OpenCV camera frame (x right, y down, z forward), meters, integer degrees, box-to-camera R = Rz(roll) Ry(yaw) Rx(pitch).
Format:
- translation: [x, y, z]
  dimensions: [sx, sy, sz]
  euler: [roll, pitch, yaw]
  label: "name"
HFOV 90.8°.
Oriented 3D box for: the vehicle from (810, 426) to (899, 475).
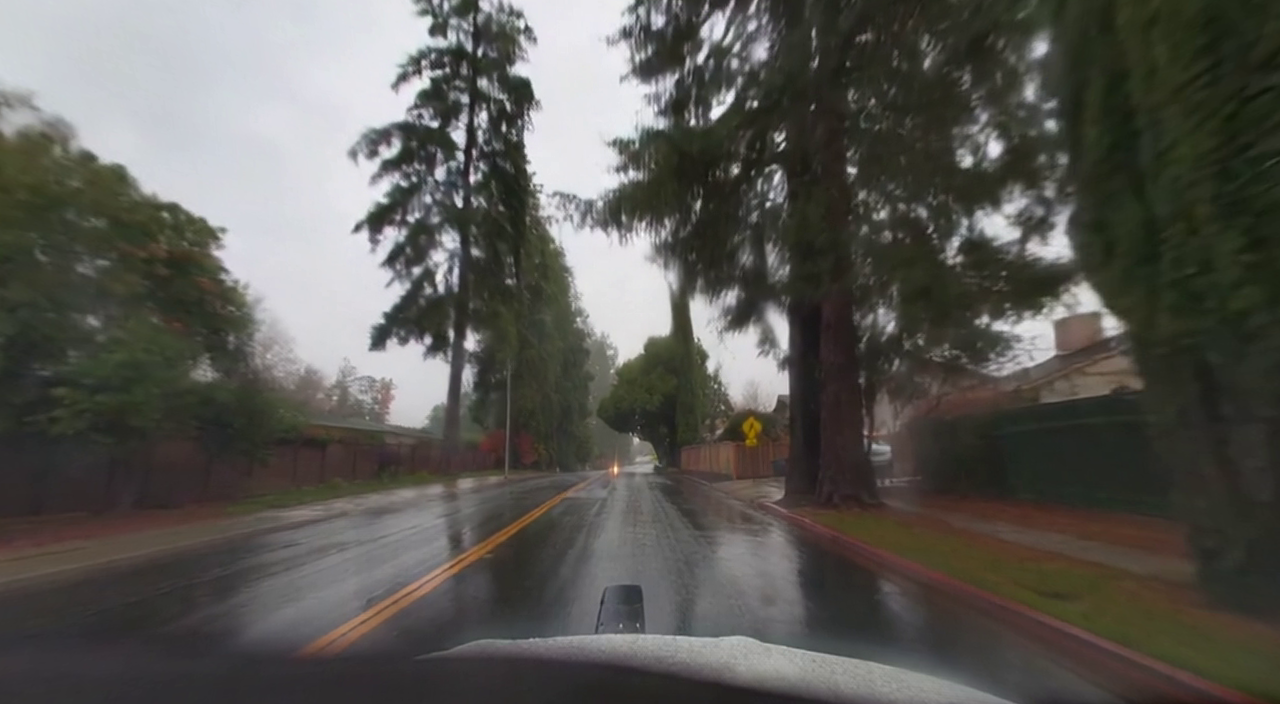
- translation: [9.882, 4.615, 29.748]
  dimensions: [2.335, 2.028, 6.172]
  euler: [-1, -9, 4]
  label: "vehicle"
